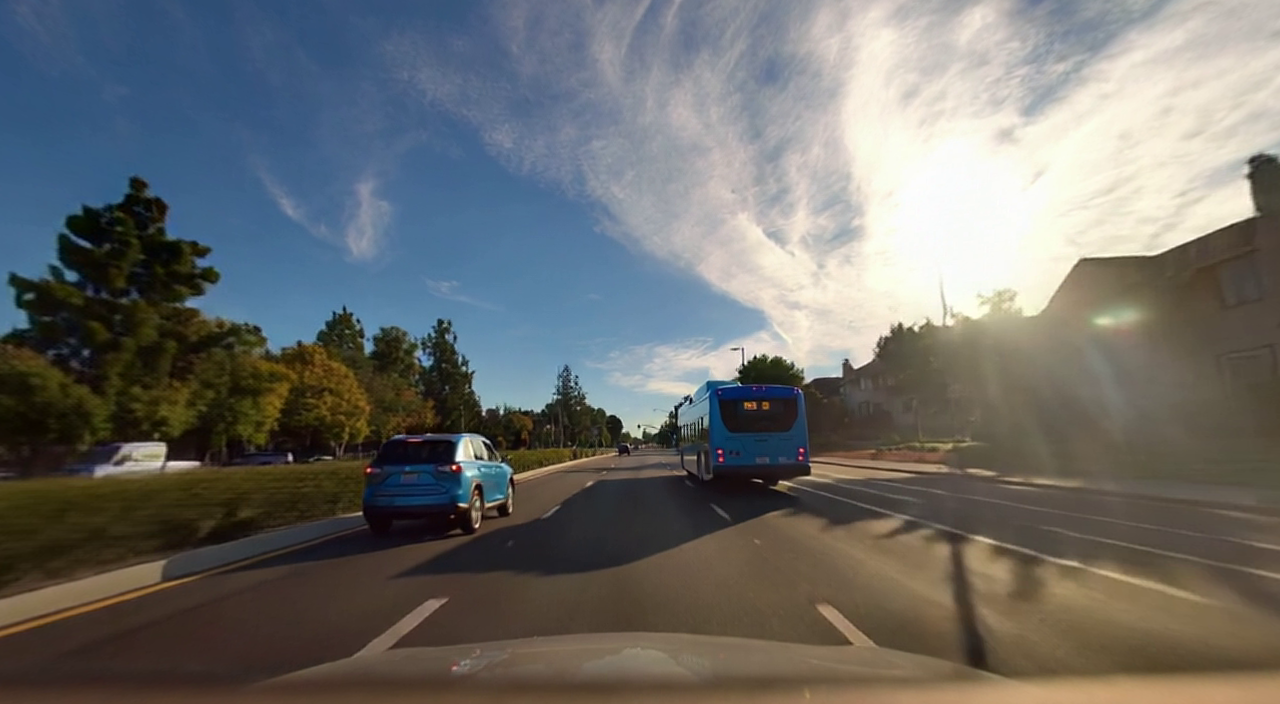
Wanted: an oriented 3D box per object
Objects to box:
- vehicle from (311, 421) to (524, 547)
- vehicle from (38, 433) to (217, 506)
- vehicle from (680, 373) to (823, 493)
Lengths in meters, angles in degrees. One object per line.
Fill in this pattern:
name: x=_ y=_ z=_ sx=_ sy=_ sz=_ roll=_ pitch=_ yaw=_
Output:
vehicle: x=-3.578 y=2.208 z=11.181 sx=2.111 sy=1.767 sz=4.333 roll=0 pitch=-8 yaw=1
vehicle: x=-22.225 y=5.062 z=27.774 sx=2.593 sy=2.836 sz=6.122 roll=0 pitch=-8 yaw=1
vehicle: x=3.464 y=3.163 z=23.714 sx=3.072 sy=3.278 sz=12.747 roll=0 pitch=-8 yaw=0
